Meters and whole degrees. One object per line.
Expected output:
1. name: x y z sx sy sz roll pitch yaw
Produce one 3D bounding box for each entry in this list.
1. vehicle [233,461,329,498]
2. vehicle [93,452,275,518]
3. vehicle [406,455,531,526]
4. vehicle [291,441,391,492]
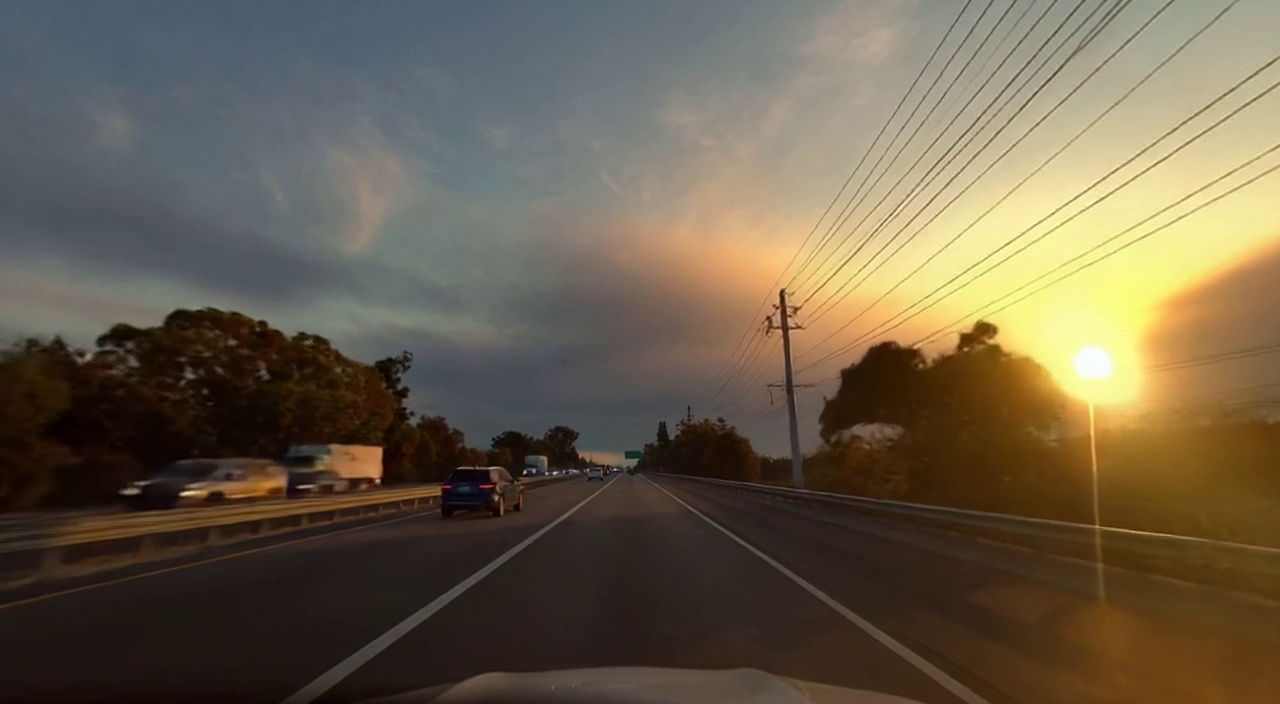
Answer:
1. vehicle: -16.266 5.803 28.825 1.955 1.492 4.131 1 -11 -1
2. vehicle: -12.779 3.766 18.108 1.949 1.624 4.291 1 -11 0
3. vehicle: -4.123 3.430 15.965 1.963 1.501 4.227 1 -11 0
4. vehicle: -16.477 6.411 35.218 2.578 2.546 5.944 1 -11 0
